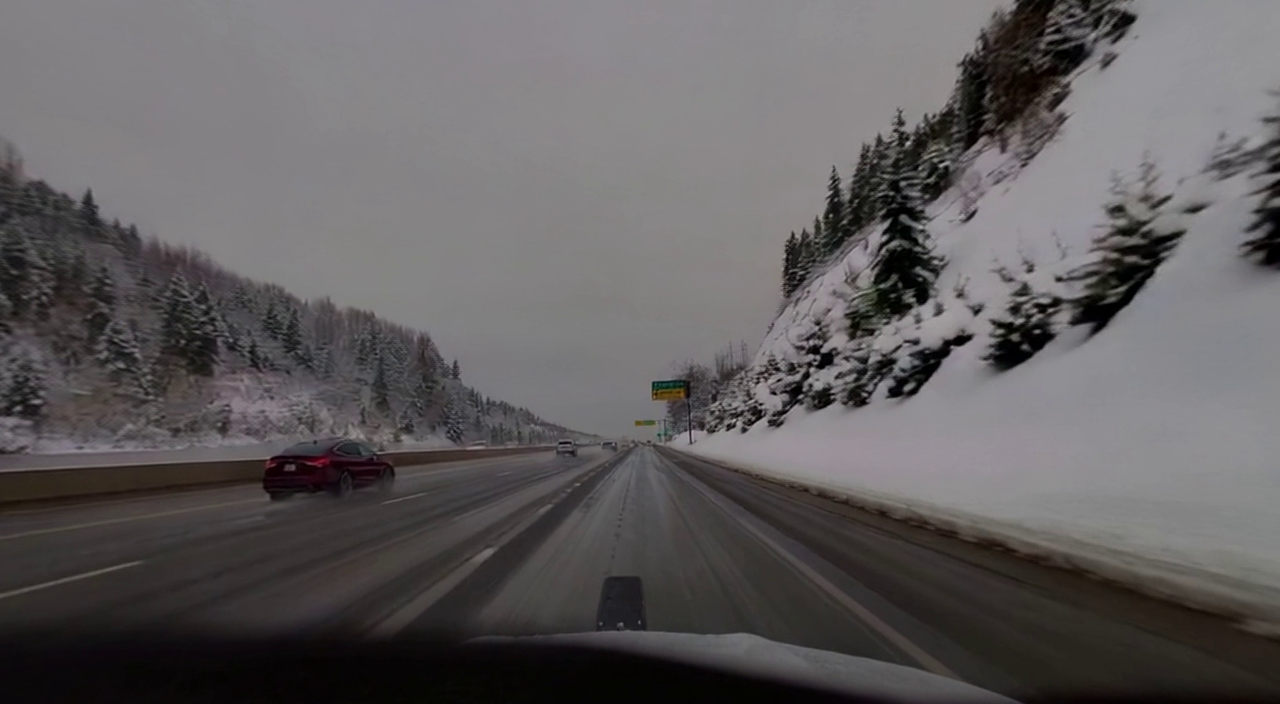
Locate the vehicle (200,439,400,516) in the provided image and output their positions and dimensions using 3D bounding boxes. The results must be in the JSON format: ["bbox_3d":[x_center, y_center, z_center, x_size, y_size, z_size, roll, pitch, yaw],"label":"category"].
[{"bbox_3d":[-7.449,2.768,14.436,1.949,1.465,4.563,0,-8,1],"label":"vehicle"}]
